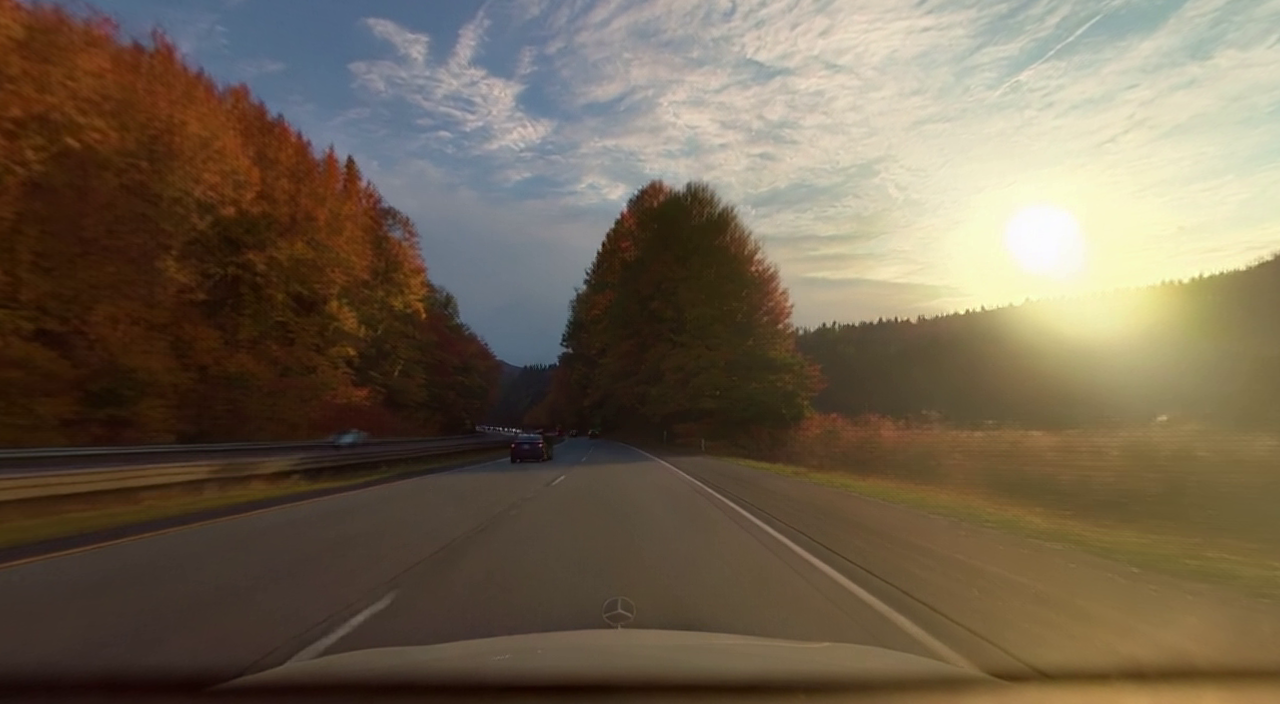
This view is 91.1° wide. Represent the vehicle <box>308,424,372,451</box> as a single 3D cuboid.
[{"bbox_3d":[-18.008,5.161,37.972,1.900,1.517,4.102,0,-8,-1],"label":"vehicle"}]

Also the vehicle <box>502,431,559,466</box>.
[{"bbox_3d":[-5.176,4.628,30.345,2.073,1.559,4.393,0,-8,-1],"label":"vehicle"}]
